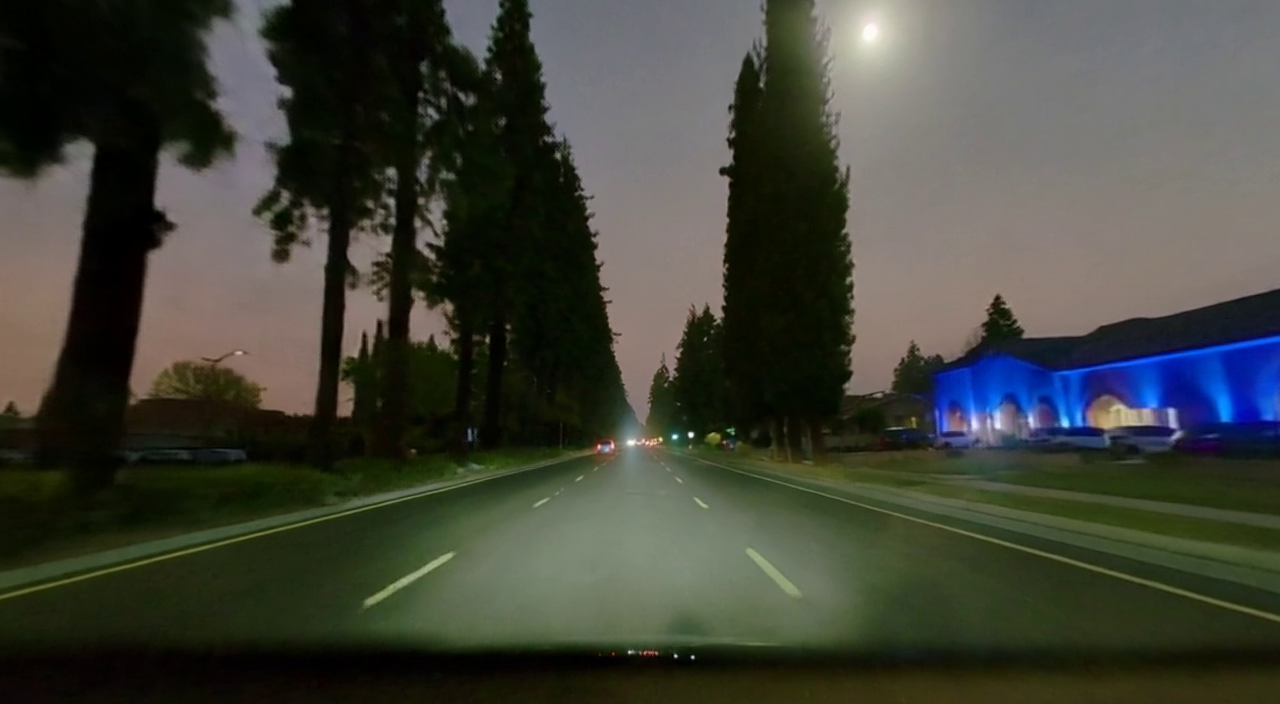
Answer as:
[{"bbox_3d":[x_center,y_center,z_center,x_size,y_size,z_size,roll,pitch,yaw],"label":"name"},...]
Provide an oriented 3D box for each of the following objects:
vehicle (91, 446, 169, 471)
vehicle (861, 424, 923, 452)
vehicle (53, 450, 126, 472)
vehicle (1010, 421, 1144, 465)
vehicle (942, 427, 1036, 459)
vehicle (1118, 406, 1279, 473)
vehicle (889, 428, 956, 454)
[{"bbox_3d":[-37.669,7.864,46.692,1.900,1.685,4.572,0,-8,1],"label":"vehicle"},{"bbox_3d":[17.438,6.000,43.989,2.094,1.813,5.789,-1,-8,1],"label":"vehicle"},{"bbox_3d":[-40.469,8.012,46.447,1.908,1.429,3.780,-1,-8,2],"label":"vehicle"},{"bbox_3d":[16.606,3.513,24.304,1.968,1.511,4.497,0,-8,1],"label":"vehicle"},{"bbox_3d":[16.950,4.472,30.915,1.804,1.468,4.699,0,-8,-2],"label":"vehicle"},{"bbox_3d":[16.481,2.536,18.211,2.046,1.714,4.199,-1,-8,2],"label":"vehicle"},{"bbox_3d":[17.007,5.406,38.198,1.825,1.458,4.689,0,-8,0],"label":"vehicle"}]
